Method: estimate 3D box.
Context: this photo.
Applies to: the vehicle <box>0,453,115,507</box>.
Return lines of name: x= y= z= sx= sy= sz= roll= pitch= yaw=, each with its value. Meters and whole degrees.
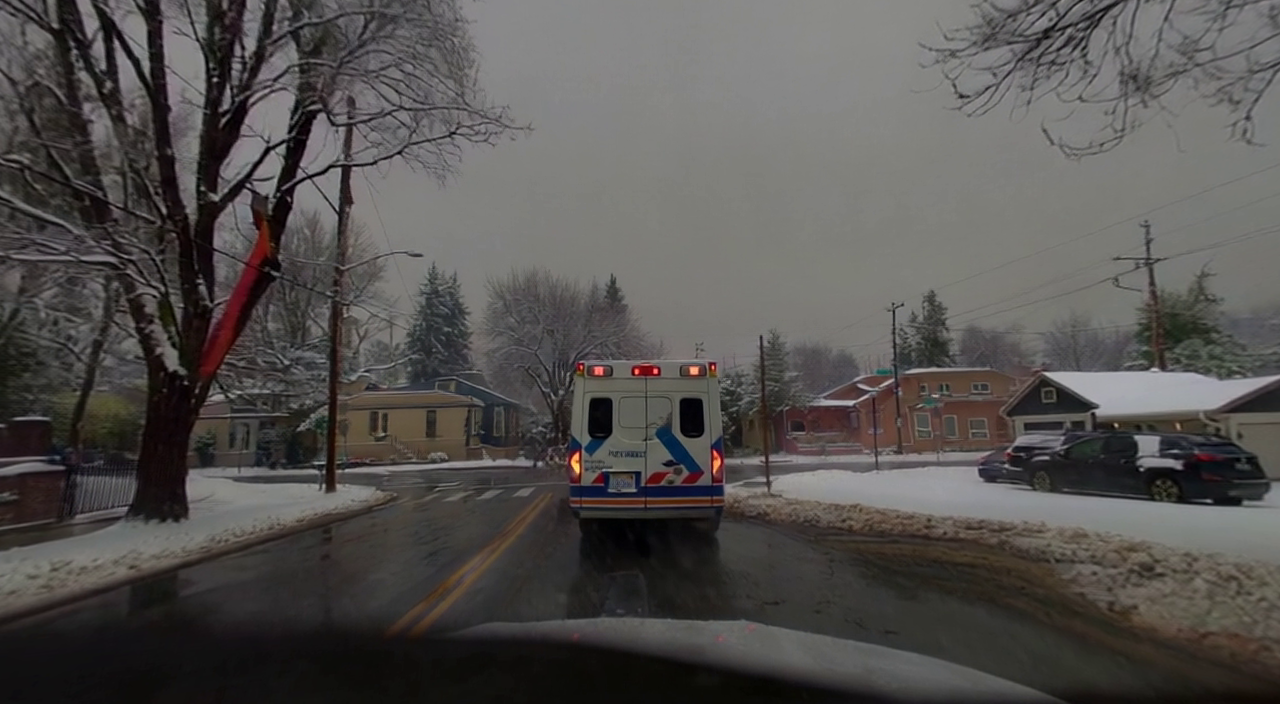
vehicle: x=-18.738 y=3.768 z=18.798 sx=4.412 sy=1.468 sz=1.914 roll=0 pitch=-8 yaw=-3

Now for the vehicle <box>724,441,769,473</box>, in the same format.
vehicle: x=6.600 y=6.414 z=38.875 sx=2.056 sy=1.810 sz=4.502 roll=-3 pitch=-9 yaw=17

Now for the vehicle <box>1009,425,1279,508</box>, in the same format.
vehicle: x=13.189 y=2.996 z=16.736 sx=5.270 sy=1.966 sz=2.329 roll=-2 pitch=-9 yaw=11

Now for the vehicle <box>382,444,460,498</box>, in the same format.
vehicle: x=-8.459 y=4.419 z=24.048 sx=2.290 sy=1.776 sz=4.947 roll=3 pitch=-9 yaw=-24

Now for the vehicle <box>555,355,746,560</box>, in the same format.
vehicle: x=0.142 y=1.753 z=10.995 sx=2.444 sy=2.640 sz=5.482 roll=0 pitch=-8 yaw=0
